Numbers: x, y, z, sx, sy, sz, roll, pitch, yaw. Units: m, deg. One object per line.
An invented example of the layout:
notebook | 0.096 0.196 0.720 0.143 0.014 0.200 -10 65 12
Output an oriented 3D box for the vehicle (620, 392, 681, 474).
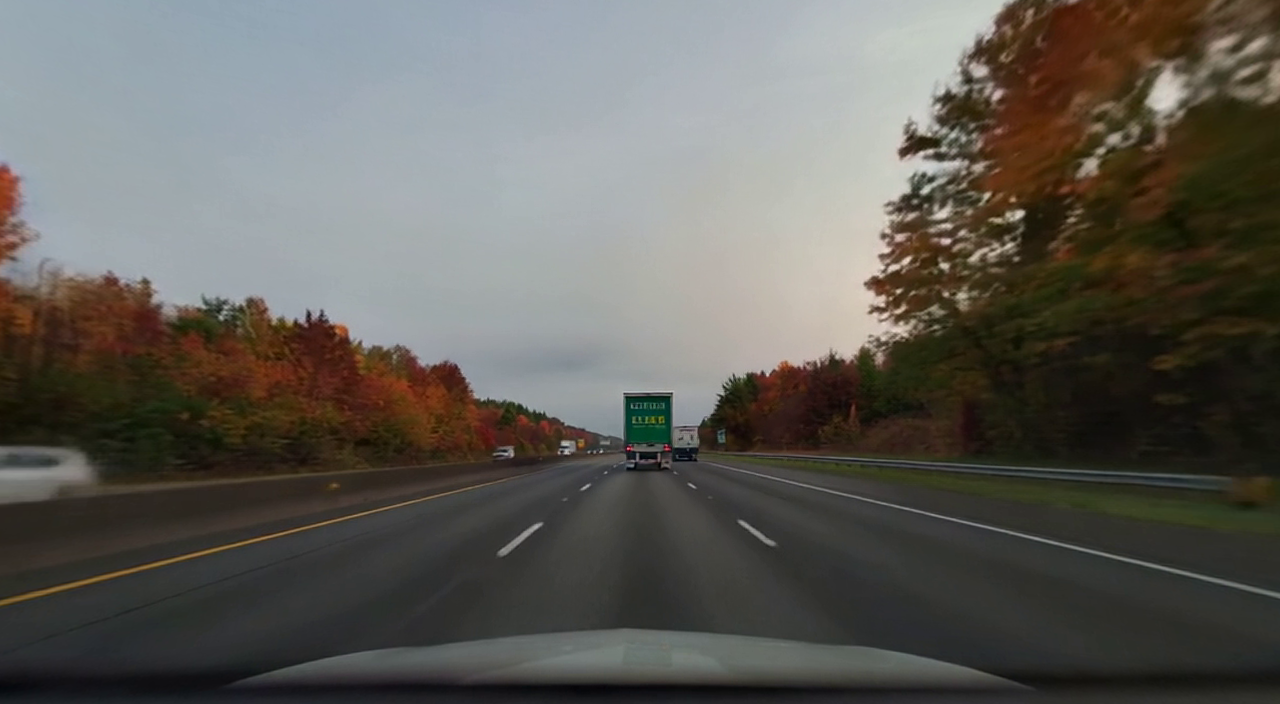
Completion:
vehicle | 0.520 4.848 36.695 3.057 4.073 10.792 0 -9 0
